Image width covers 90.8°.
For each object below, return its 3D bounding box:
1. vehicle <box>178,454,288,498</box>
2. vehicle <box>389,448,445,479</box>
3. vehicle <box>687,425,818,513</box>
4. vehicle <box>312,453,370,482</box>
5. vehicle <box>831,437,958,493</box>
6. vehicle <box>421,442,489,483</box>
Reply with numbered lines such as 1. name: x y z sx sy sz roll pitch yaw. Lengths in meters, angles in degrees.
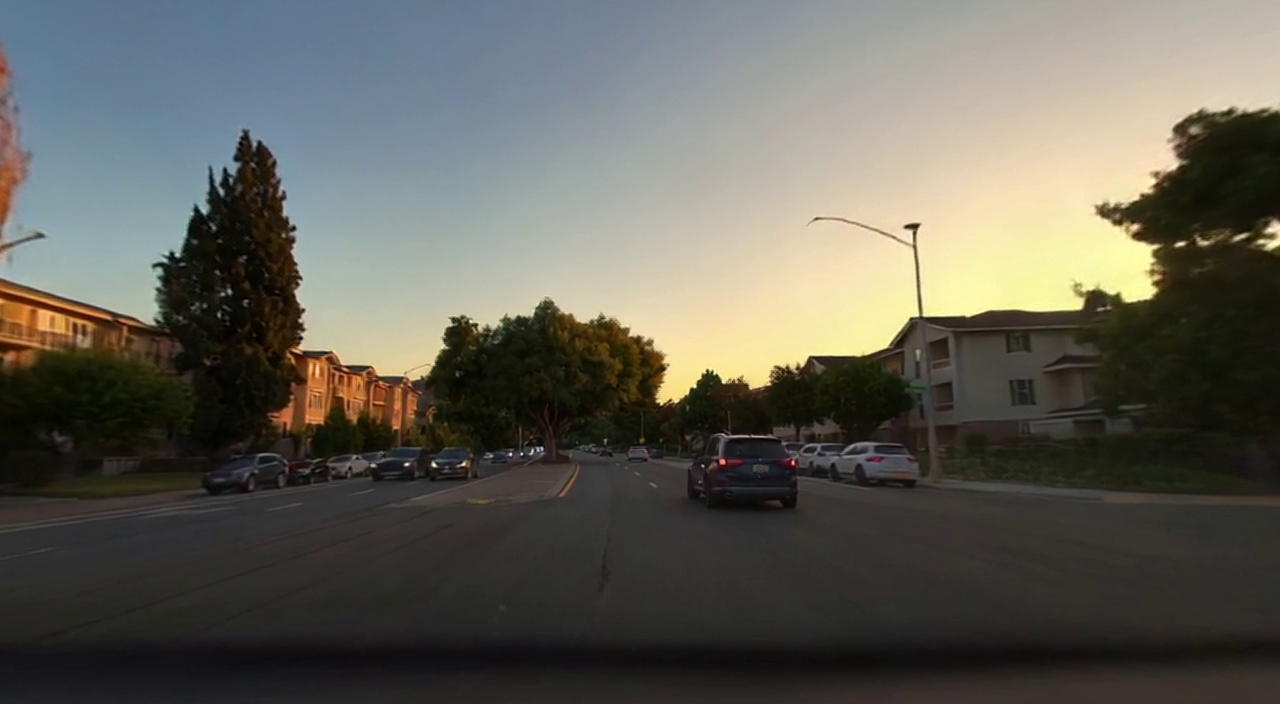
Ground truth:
1. vehicle: -18.678 5.656 29.296 2.145 1.764 4.653 0 -8 -3
2. vehicle: -13.397 6.679 38.219 2.008 1.759 4.485 0 -9 -3
3. vehicle: 2.458 2.706 15.100 2.085 1.763 4.490 0 -8 -3
4. vehicle: -19.590 7.550 41.656 1.871 1.712 4.710 0 -8 -5
5. vehicle: 8.927 3.987 22.762 2.186 1.750 4.805 1 -9 -5
6. vehicle: -9.084 5.435 31.496 2.233 1.850 4.801 0 -8 -4
